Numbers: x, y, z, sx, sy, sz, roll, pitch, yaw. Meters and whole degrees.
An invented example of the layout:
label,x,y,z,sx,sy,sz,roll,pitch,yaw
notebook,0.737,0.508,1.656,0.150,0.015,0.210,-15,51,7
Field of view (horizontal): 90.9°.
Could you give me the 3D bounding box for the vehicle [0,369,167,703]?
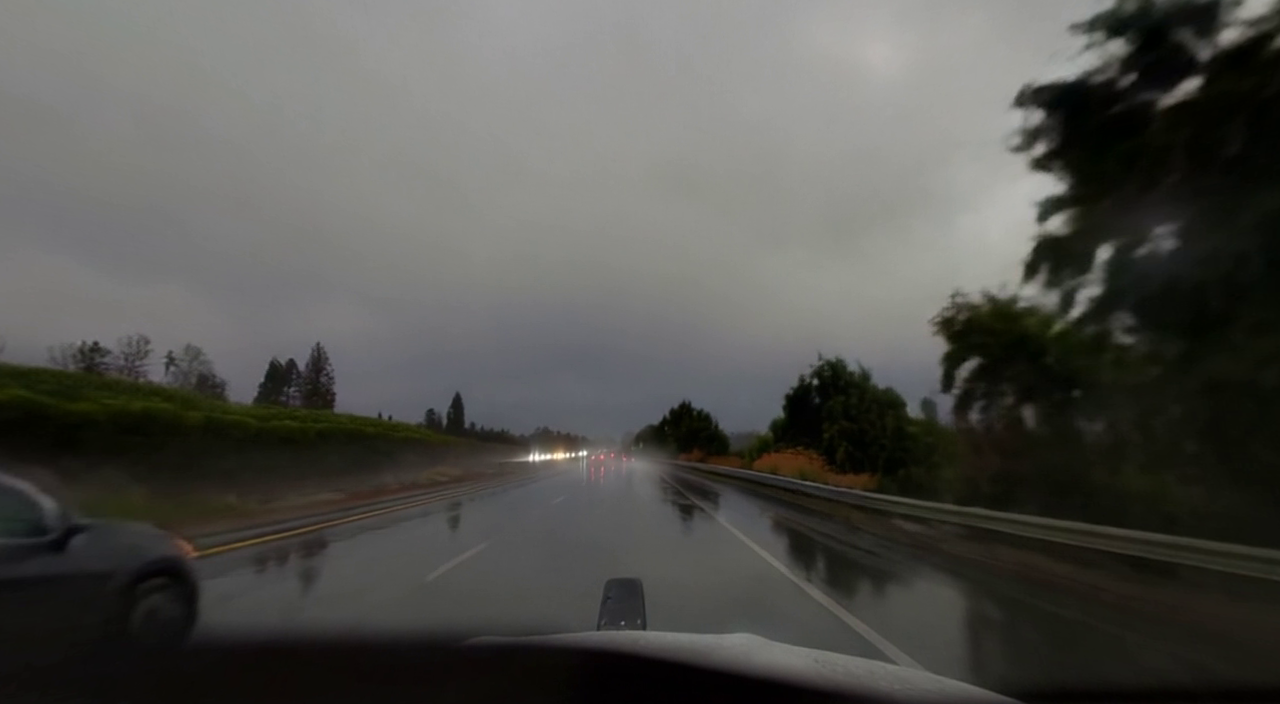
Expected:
label,x,y,z,sx,sy,sz,roll,pitch,yaw
vehicle,-3.887,0.713,1.401,2.135,1.686,4.517,0,-9,0
